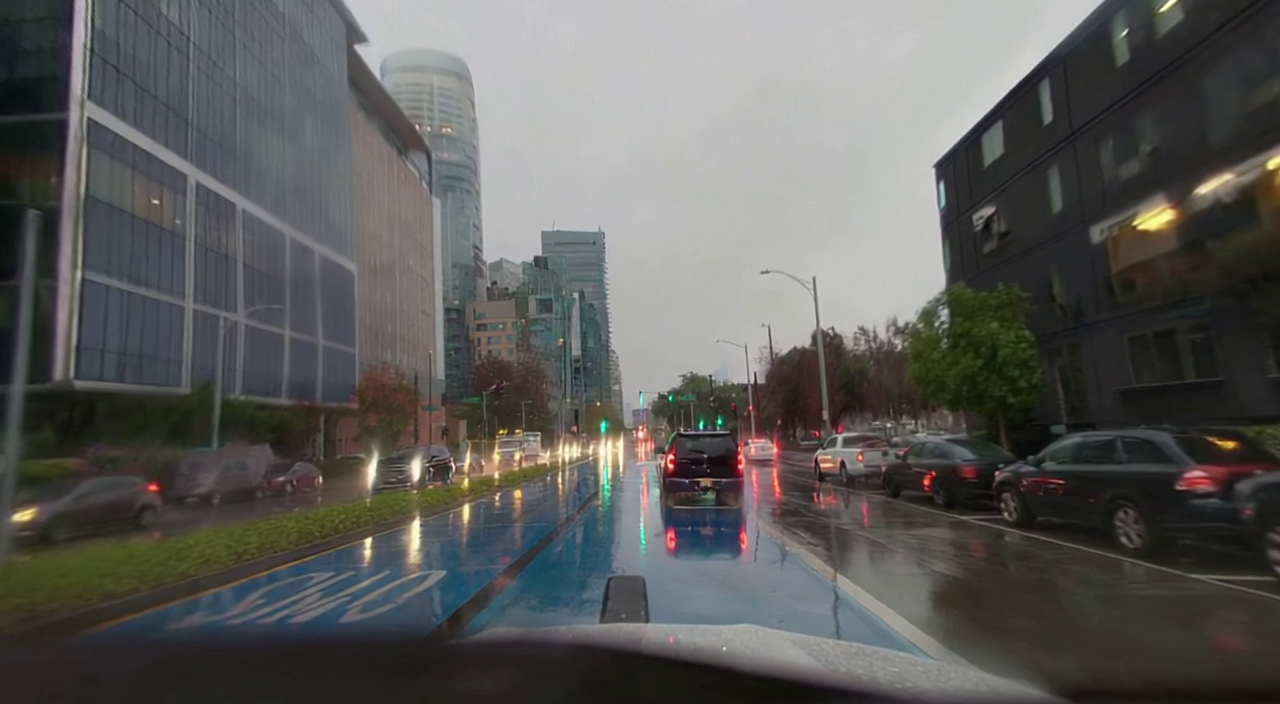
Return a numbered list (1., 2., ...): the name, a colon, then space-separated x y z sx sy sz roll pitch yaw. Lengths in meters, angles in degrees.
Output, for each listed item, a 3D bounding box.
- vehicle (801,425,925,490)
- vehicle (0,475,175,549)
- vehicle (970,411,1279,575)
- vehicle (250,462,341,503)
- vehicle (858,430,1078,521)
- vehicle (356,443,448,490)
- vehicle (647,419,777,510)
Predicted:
1. vehicle: 6.908 3.351 20.336 2.088 1.761 5.697 0 -9 2
2. vehicle: -16.325 4.459 18.204 1.933 1.590 4.980 0 -9 1
3. vehicle: 6.688 1.746 8.591 1.927 1.631 4.417 0 -9 -1
4. vehicle: -16.465 6.220 30.438 1.942 1.691 4.281 0 -9 0
5. vehicle: 6.540 2.525 13.456 2.106 1.550 5.046 0 -9 2
6. vehicle: -9.910 4.774 26.702 2.072 1.806 4.736 0 -9 -1
7. vehicle: 1.444 2.541 14.603 2.283 1.773 4.255 0 -9 -3
